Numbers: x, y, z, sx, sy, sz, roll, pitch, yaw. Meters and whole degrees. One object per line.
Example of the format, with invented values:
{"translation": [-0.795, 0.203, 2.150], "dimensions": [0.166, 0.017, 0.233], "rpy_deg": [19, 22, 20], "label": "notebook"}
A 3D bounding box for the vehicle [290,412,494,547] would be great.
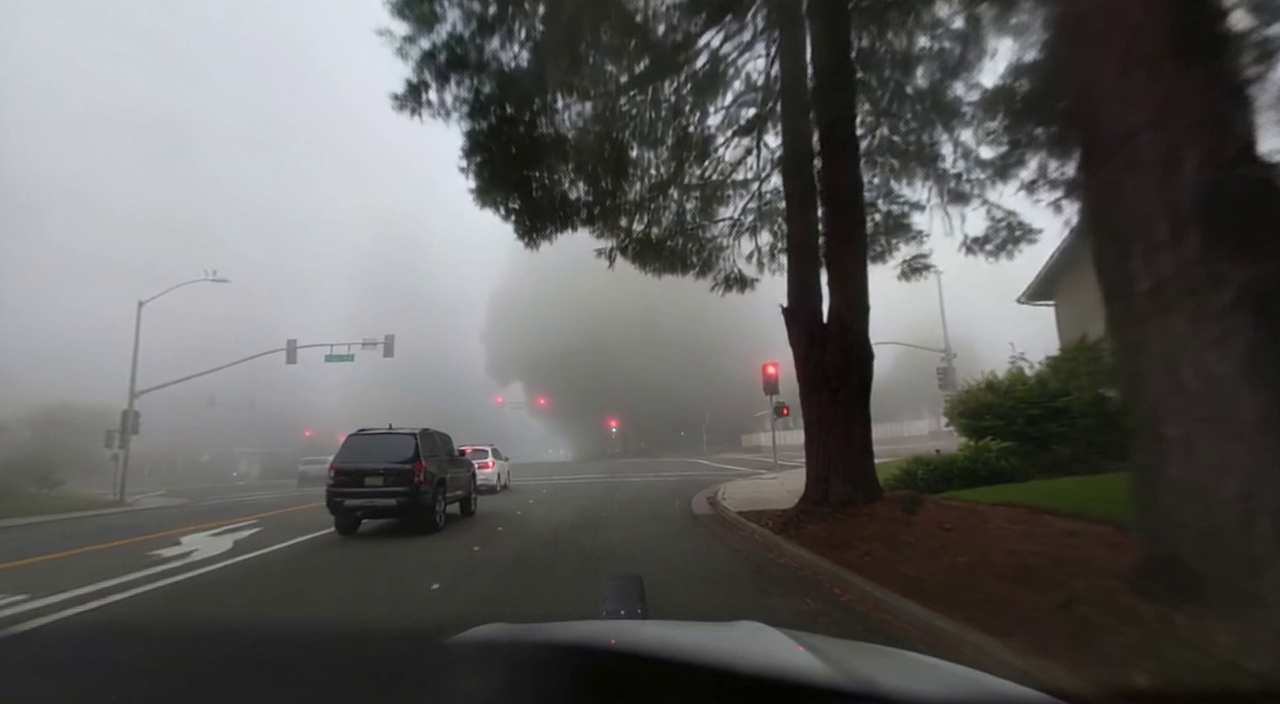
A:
{"translation": [-3.985, 2.158, 11.188], "dimensions": [2.041, 1.834, 4.679], "rpy_deg": [0, -10, -5], "label": "vehicle"}
